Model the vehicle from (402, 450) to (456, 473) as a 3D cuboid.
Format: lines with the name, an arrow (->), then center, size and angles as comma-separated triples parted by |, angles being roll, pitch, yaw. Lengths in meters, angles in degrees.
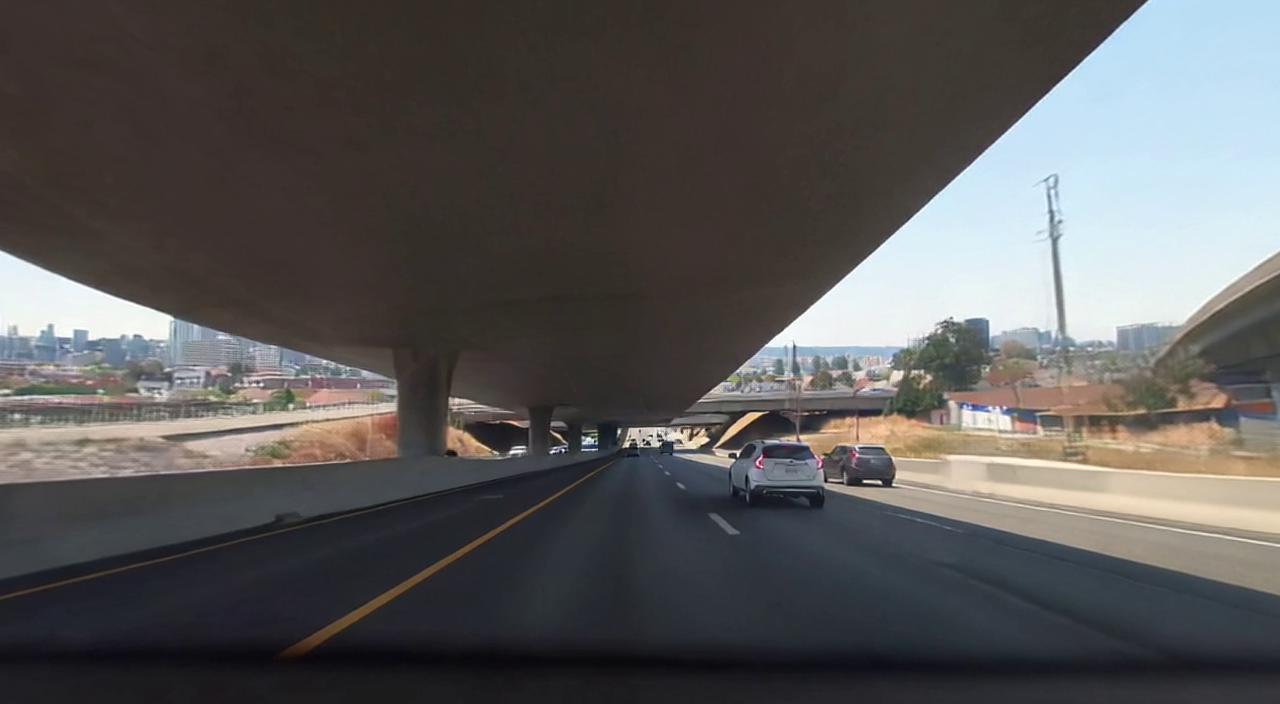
vehicle -> -14.552, 7.550, 43.750 | 1.974, 1.491, 4.688 | 0, -9, 2

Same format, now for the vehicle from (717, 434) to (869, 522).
vehicle -> 2.972, 2.565, 13.444 | 1.982, 1.533, 4.612 | 0, -8, -2
